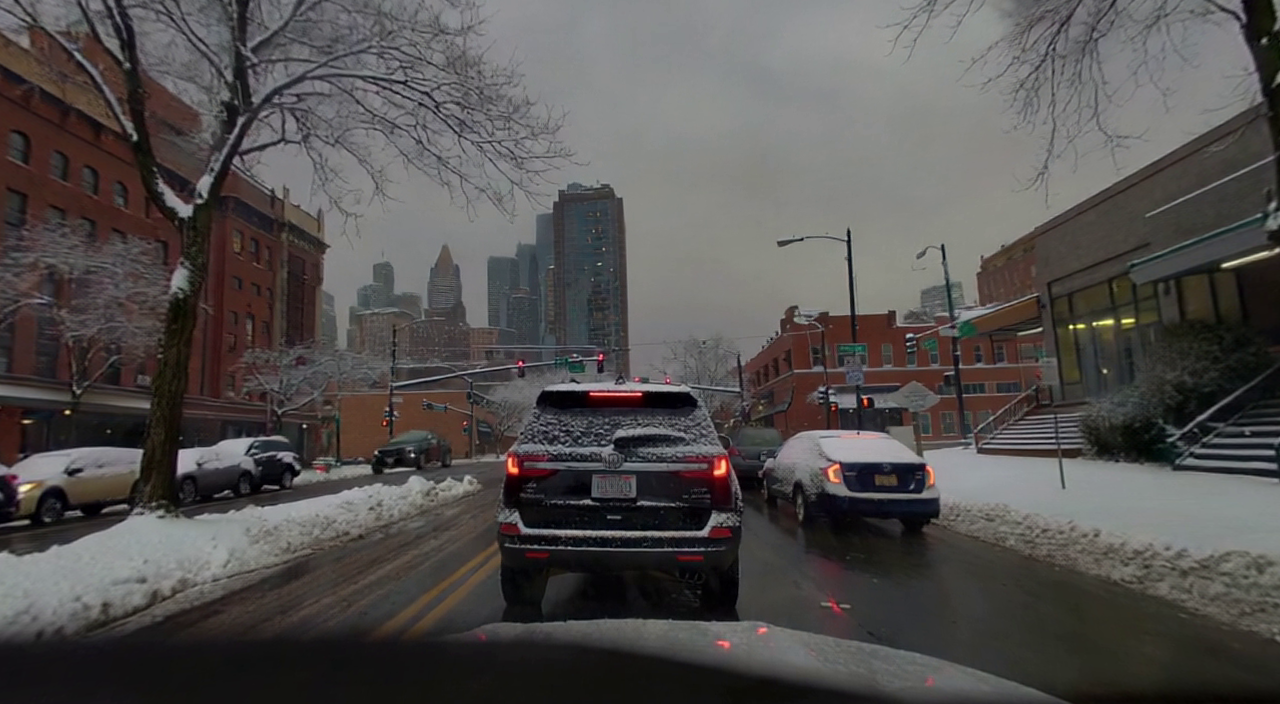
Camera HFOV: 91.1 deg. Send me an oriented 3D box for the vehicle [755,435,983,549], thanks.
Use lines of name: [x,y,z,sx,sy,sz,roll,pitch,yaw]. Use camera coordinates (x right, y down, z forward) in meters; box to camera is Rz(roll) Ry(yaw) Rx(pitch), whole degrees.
vehicle: [3.286,2.083,10.075,2.056,1.422,4.130,0,-8,-1]

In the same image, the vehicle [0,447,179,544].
vehicle: [-12.546,2.914,13.452,1.891,1.723,4.360,0,-8,1]

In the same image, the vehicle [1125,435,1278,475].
vehicle: [22.147,4.050,24.982,4.055,1.469,1.848,-4,-9,25]

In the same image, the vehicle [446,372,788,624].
vehicle: [-0.162,1.362,6.759,2.453,1.816,4.300,0,-8,0]

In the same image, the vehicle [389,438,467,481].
vehicle: [-9.261,4.705,27.833,2.054,1.722,4.292,0,-8,-2]

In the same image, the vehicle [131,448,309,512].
vehicle: [-12.467,3.784,19.135,2.207,1.648,4.675,0,-8,-1]
